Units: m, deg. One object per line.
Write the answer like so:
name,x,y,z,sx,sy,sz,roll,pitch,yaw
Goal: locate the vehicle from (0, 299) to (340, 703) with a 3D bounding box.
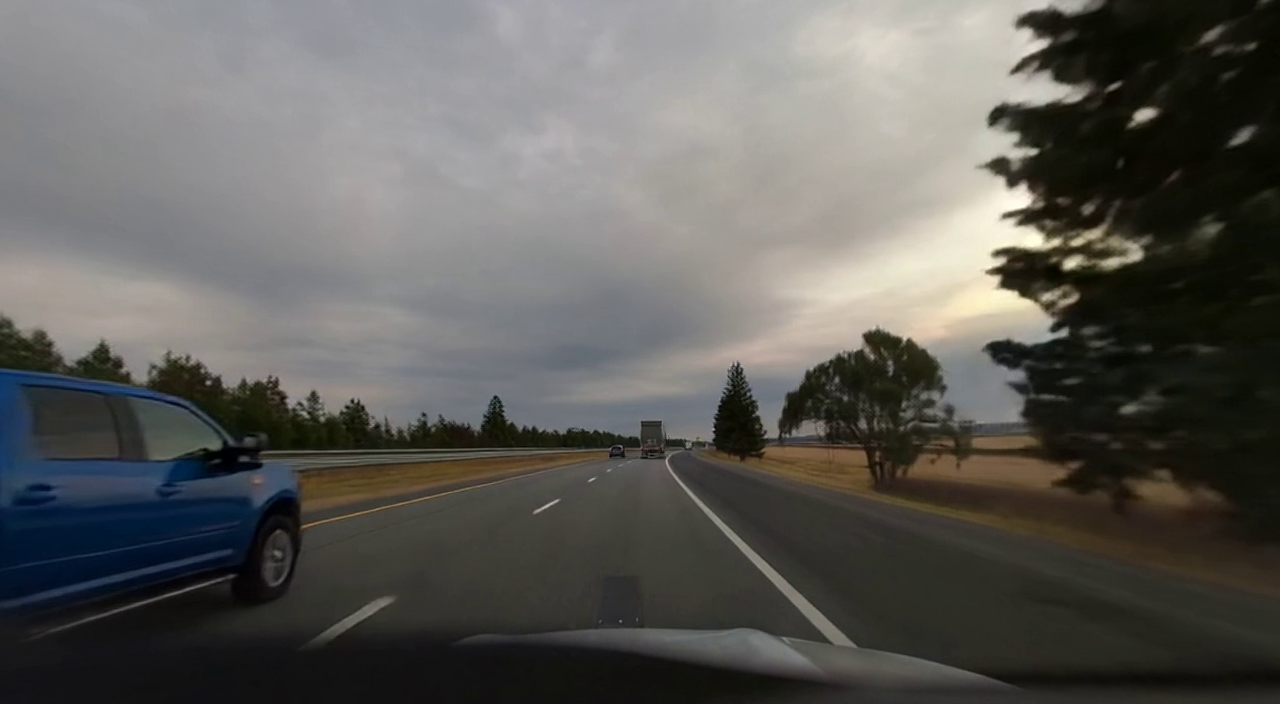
vehicle,-3.909,0.746,3.119,2.295,1.815,4.983,0,-9,1
